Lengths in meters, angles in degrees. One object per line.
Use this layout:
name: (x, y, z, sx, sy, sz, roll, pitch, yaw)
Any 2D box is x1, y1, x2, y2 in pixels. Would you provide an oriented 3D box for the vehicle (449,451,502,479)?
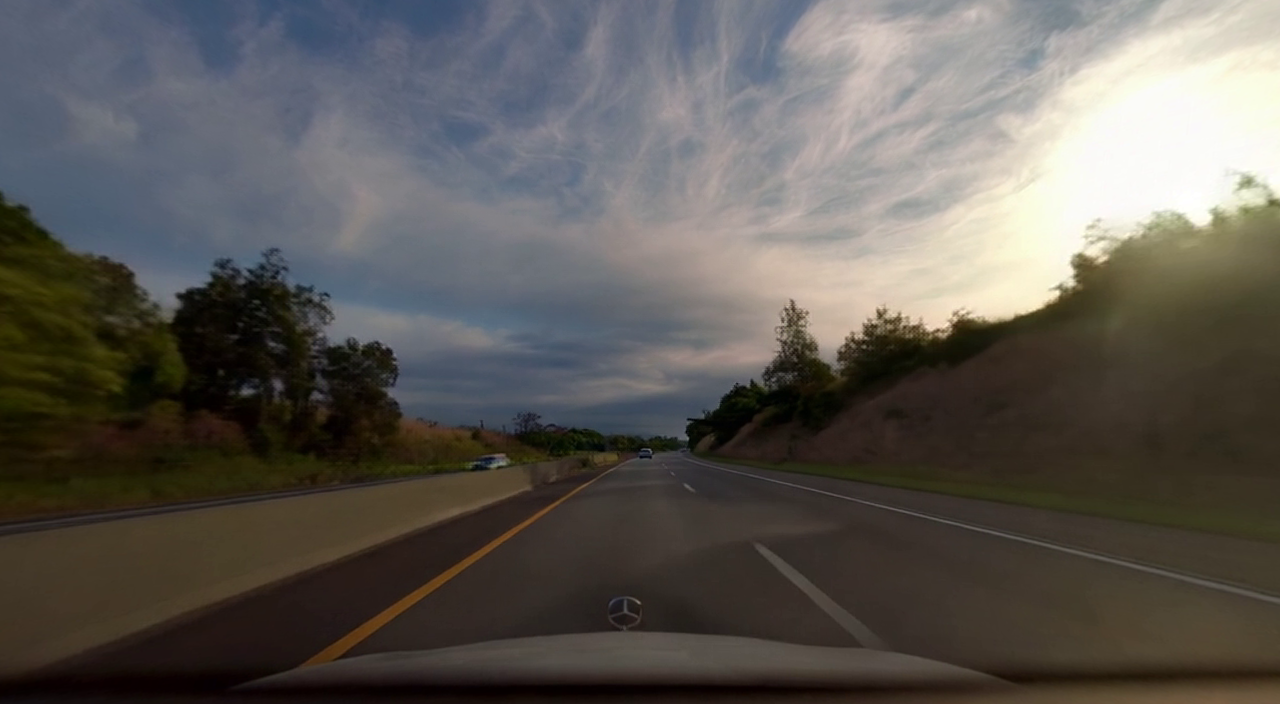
vehicle: (-9.891, 6.825, 38.364, 1.908, 1.565, 4.710, 0, -9, 1)
